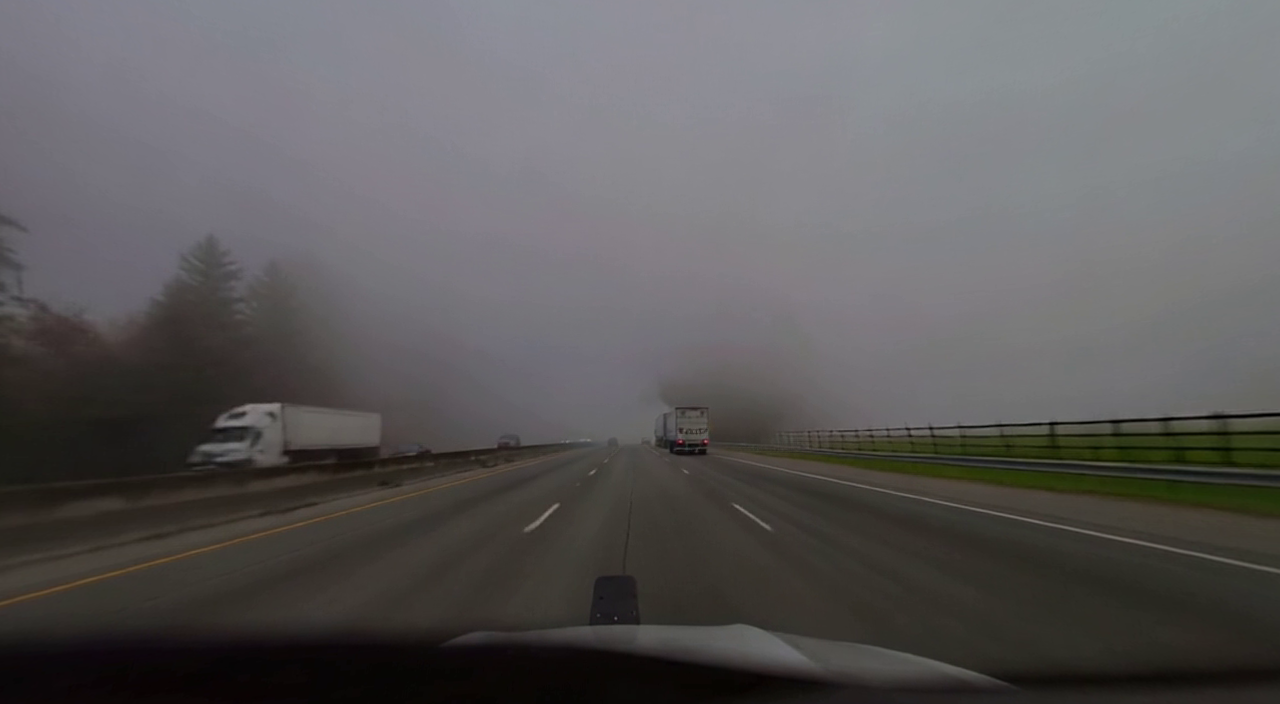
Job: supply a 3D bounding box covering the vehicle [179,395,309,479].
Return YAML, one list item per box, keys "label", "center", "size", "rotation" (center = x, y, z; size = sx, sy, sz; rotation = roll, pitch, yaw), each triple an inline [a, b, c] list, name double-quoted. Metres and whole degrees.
- label: "vehicle"
  center: [-20.539, 4.478, 33.148]
  size: [3.006, 3.960, 5.854]
  rotation: [-1, -8, -1]

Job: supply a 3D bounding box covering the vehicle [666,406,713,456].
- label: "vehicle"
  center: [3.464, 5.815, 45.979]
  size: [2.766, 3.349, 7.796]
  rotation: [-1, -8, 0]

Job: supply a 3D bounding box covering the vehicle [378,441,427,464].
- label: "vehicle"
  center: [-16.647, 7.049, 44.375]
  size: [1.821, 1.449, 4.280]
  rotation: [-1, -8, -1]
